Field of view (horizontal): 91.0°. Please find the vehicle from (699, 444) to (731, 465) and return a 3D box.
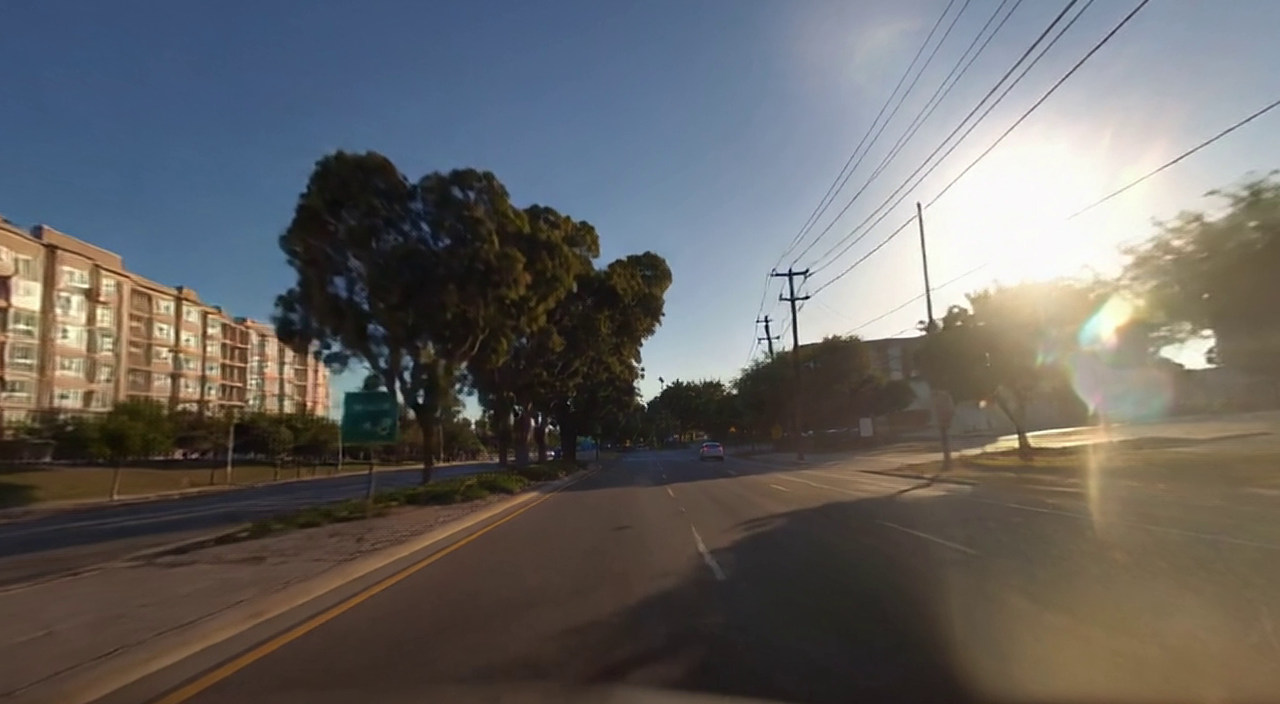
[{"bbox_3d":[5.628,7.764,47.743,1.908,1.476,3.880,0,-9,-1],"label":"vehicle"}]
